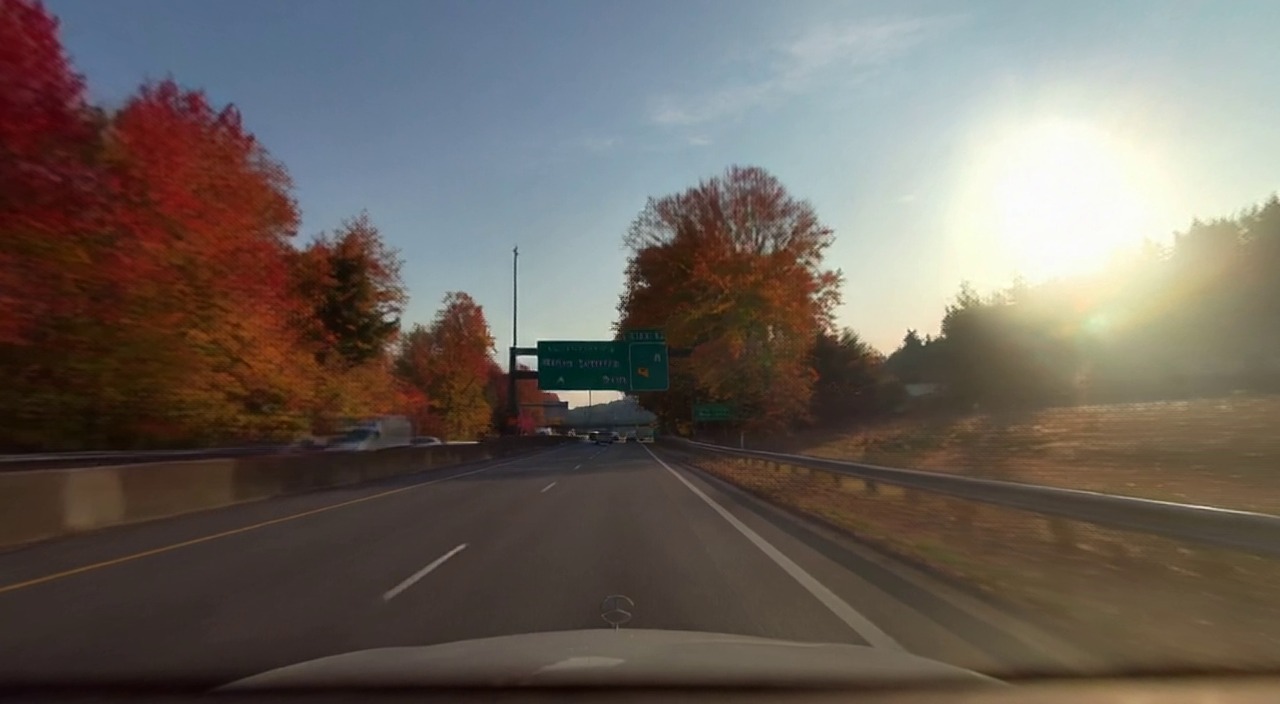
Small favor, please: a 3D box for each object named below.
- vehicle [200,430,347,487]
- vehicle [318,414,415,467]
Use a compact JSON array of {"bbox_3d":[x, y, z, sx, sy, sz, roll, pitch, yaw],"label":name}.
[{"bbox_3d":[-11.512,3.351,20.217,2.019,1.587,4.564,0,-8,-1],"label":"vehicle"},{"bbox_3d":[-15.188,4.965,35.497,2.377,2.645,7.057,0,-8,-1],"label":"vehicle"}]
